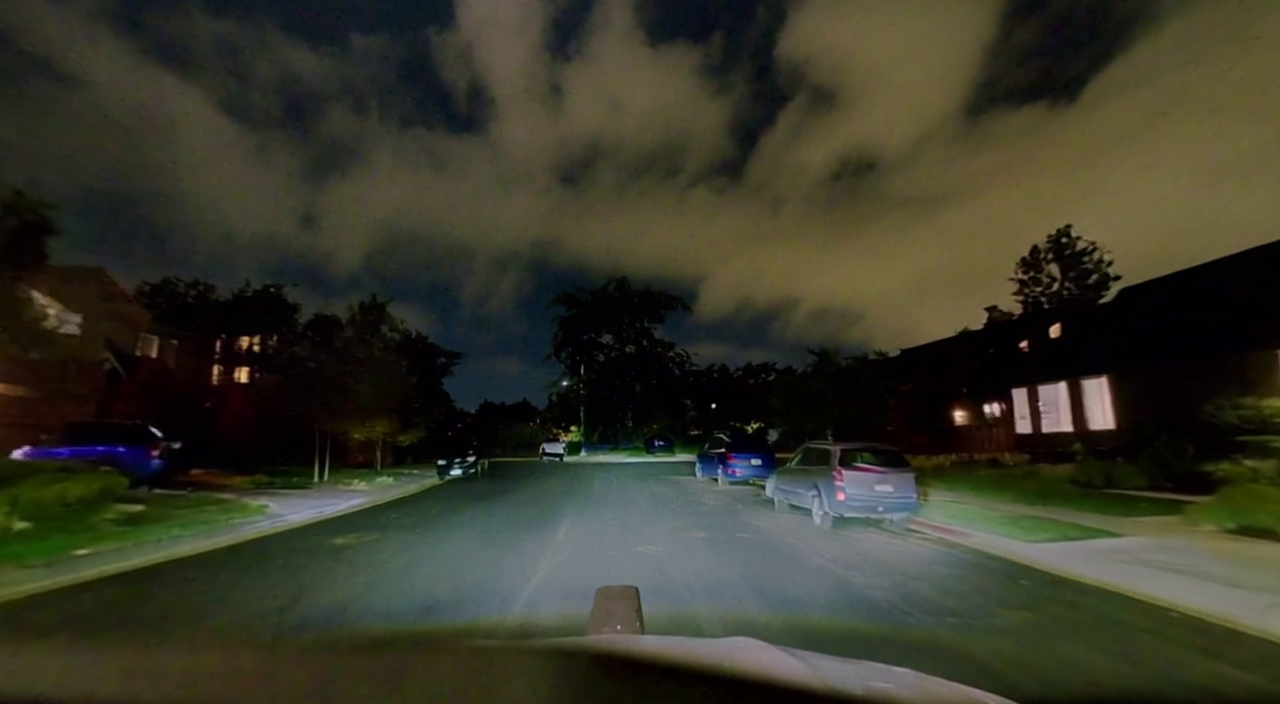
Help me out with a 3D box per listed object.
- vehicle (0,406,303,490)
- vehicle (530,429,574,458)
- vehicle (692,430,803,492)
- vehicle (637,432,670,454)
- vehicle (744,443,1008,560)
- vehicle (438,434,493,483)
[{"bbox_3d":[-12.980,2.580,17.394,6.197,1.824,2.113,0,-8,-17],"label":"vehicle"},{"bbox_3d":[-6.987,7.159,49.660,2.371,2.138,5.373,2,-8,-19],"label":"vehicle"},{"bbox_3d":[3.248,3.394,20.175,1.993,1.720,4.583,2,-8,-11],"label":"vehicle"},{"bbox_3d":[1.095,7.158,49.567,2.258,1.675,4.032,-1,-9,6],"label":"vehicle"},{"bbox_3d":[3.459,2.258,10.532,1.984,1.437,4.726,1,-8,-9],"label":"vehicle"},{"bbox_3d":[-7.384,4.431,26.801,1.976,1.855,4.299,2,-8,-15],"label":"vehicle"}]
